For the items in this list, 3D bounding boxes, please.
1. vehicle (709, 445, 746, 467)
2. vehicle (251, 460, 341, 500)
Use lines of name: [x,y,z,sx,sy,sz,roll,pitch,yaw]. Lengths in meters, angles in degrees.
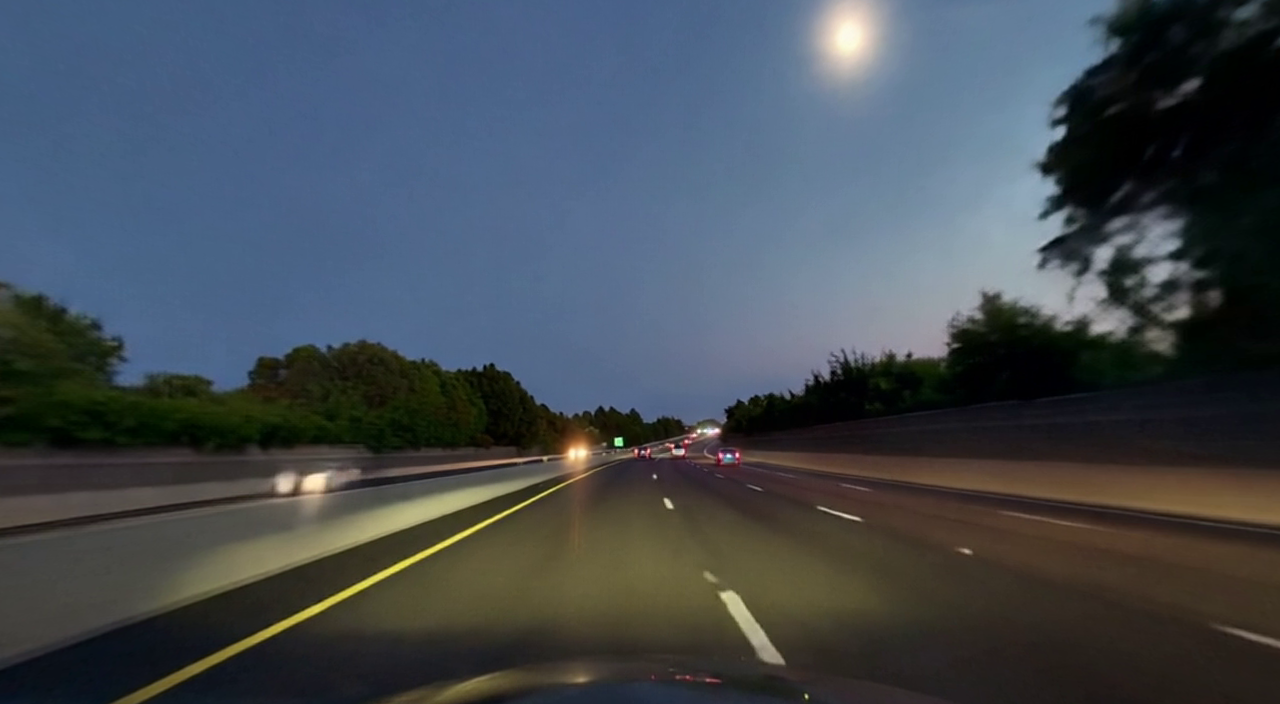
vehicle: [6.502,7.804,47.223,2.175,1.574,3.943,0,-9,-1]
vehicle: [-16.101,5.986,29.777,1.941,1.699,4.056,0,-9,0]
